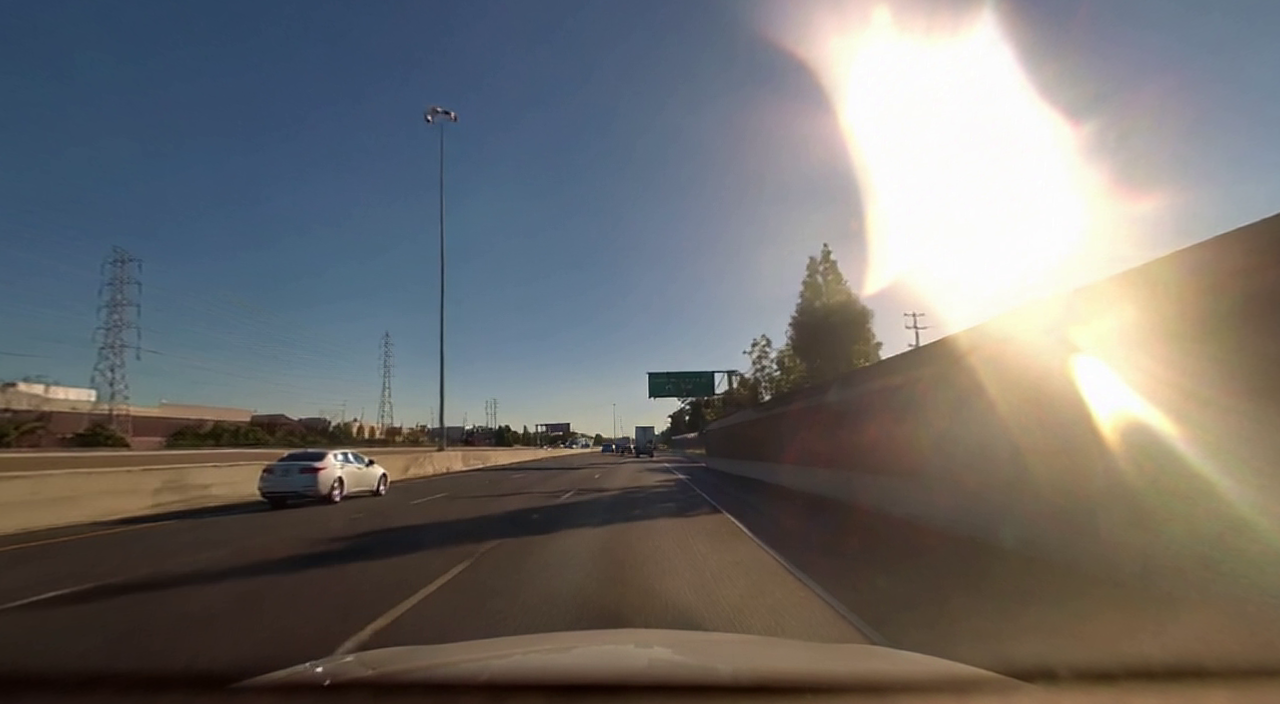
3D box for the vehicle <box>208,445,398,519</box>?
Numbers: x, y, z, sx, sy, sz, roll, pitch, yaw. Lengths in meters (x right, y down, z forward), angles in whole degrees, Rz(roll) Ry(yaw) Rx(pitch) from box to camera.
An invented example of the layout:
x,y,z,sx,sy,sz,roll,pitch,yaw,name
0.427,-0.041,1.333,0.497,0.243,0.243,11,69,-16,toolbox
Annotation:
x,y,z,sx,sy,sz,roll,pitch,yaw,name
-7.712,2.972,15.079,1.979,1.470,4.485,0,-8,1,vehicle
